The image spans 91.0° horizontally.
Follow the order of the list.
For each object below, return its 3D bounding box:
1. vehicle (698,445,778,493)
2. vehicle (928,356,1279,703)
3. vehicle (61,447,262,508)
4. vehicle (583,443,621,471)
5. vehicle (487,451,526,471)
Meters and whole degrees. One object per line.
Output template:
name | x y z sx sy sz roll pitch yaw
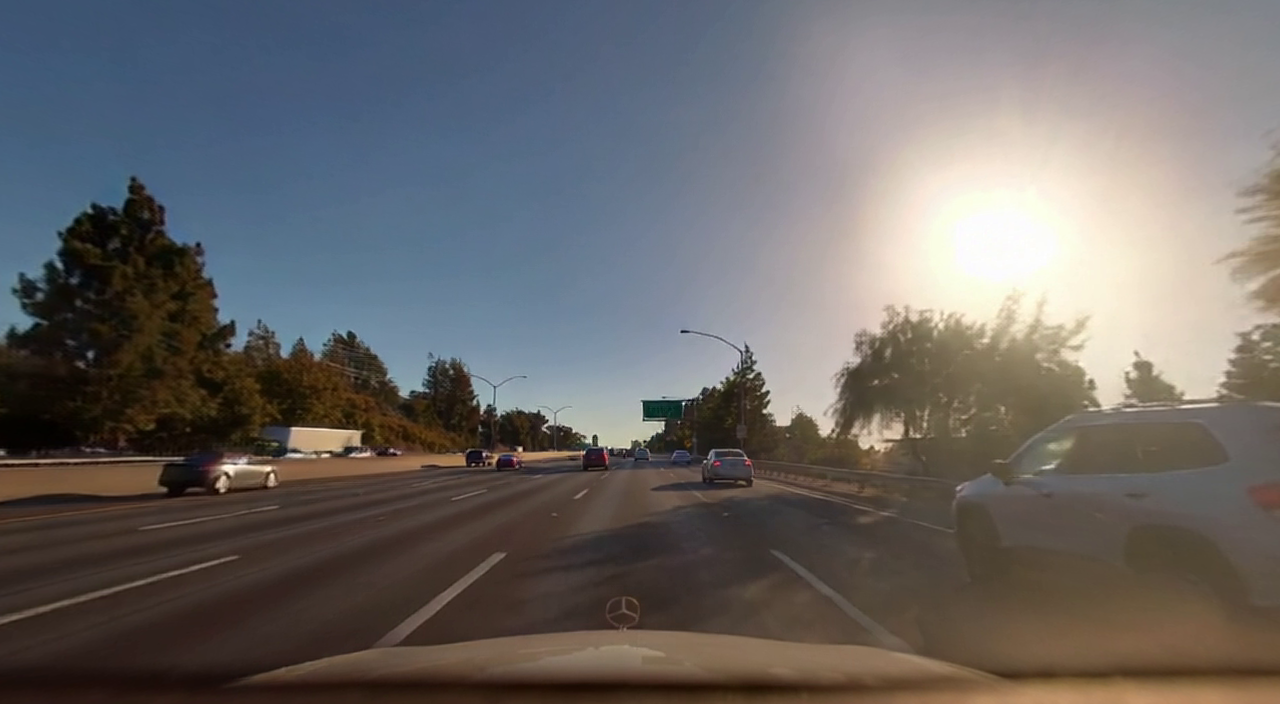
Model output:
vehicle | 3.383 4.145 22.703 2.126 1.529 4.438 0 -9 -1
vehicle | 4.401 1.145 4.708 2.218 1.776 4.807 0 -9 0
vehicle | -13.749 3.593 18.648 1.959 1.520 5.068 0 -9 0
vehicle | -2.680 7.708 46.347 2.449 1.929 5.503 0 -9 0
vehicle | -10.330 8.468 49.101 1.974 1.472 4.684 0 -9 0
